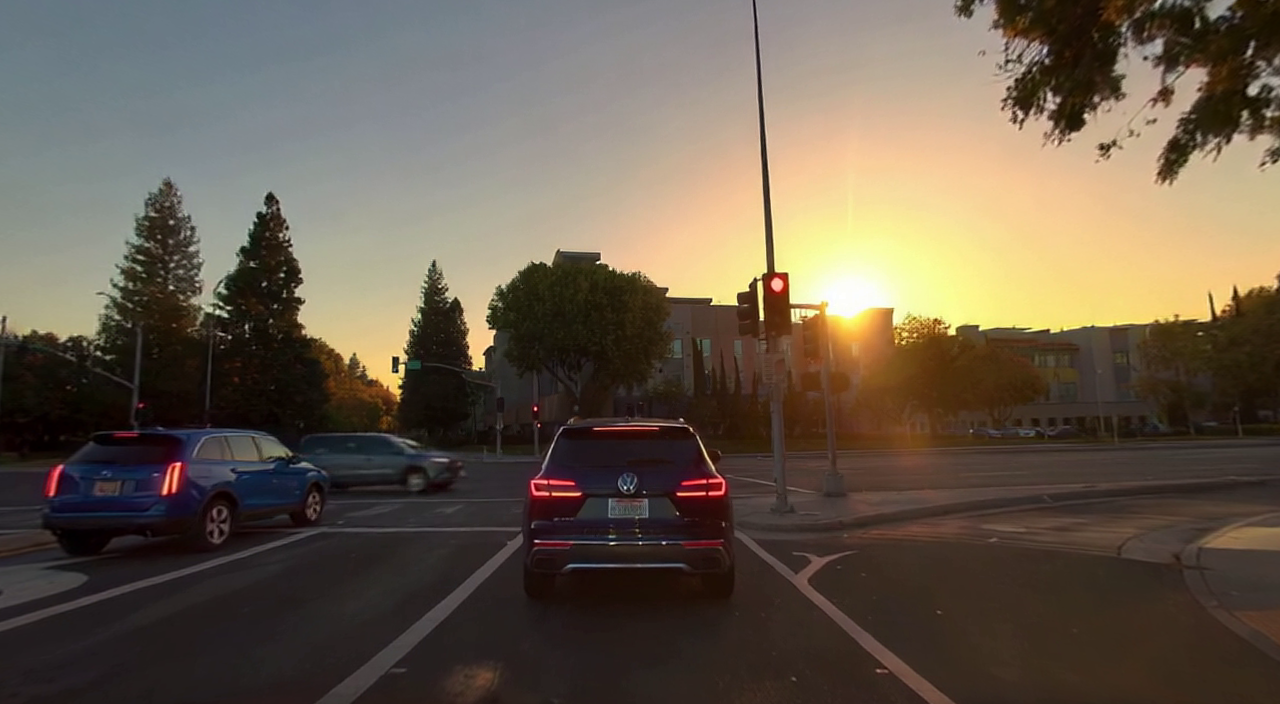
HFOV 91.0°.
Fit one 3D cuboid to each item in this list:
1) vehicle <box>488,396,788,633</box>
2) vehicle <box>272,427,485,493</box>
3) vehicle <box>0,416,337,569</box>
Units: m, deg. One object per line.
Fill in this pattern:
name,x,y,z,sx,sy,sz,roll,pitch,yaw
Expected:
vehicle,-0.162,1.466,6.672,2.154,1.670,4.140,1,-9,-5
vehicle,-7.889,3.283,19.288,5.623,1.843,2.147,-1,-9,8
vehicle,-6.395,1.904,9.295,2.020,1.695,4.187,1,-9,-5
